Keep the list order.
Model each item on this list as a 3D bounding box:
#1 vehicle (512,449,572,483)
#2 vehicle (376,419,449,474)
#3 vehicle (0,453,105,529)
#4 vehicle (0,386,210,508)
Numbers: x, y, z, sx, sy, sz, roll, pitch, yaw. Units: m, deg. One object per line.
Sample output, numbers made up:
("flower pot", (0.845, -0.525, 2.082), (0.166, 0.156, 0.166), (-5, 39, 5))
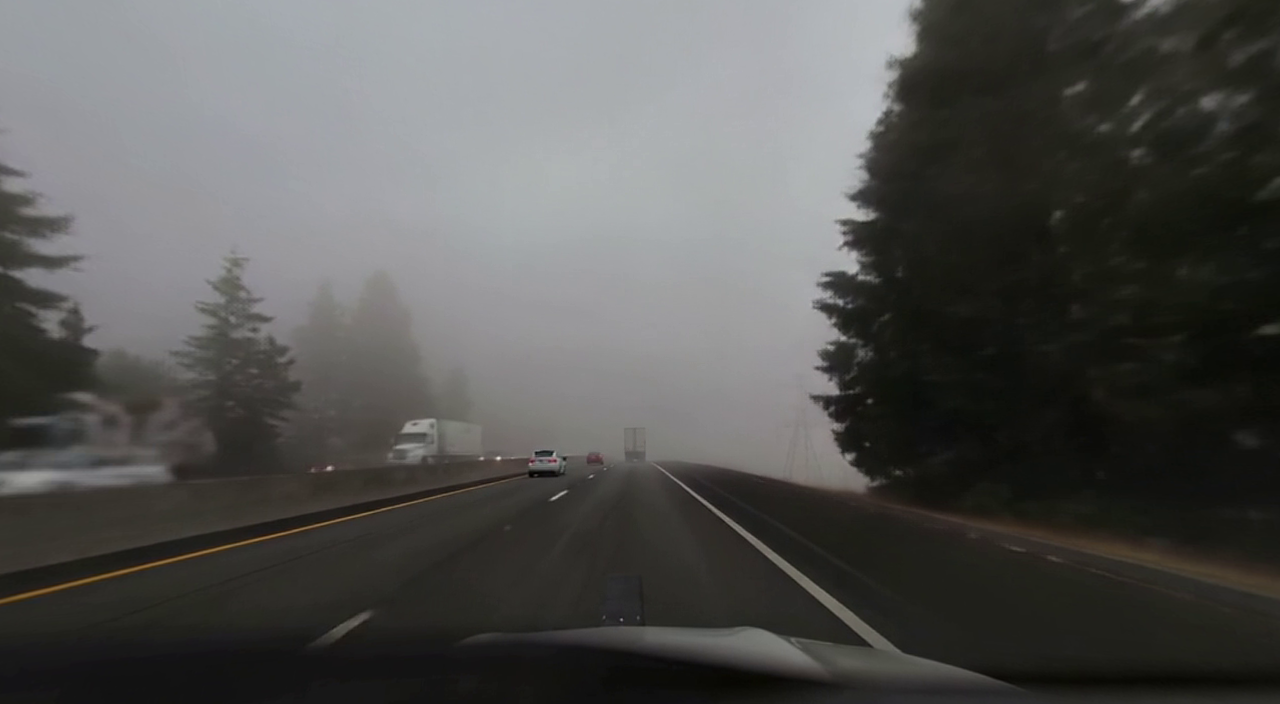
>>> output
("vehicle", (-4.499, 5.300, 29.628), (2.106, 1.445, 4.404), (0, -9, 1))
("vehicle", (-17.278, 7.287, 48.483), (2.941, 3.886, 7.160), (0, -9, -1))
("vehicle", (-13.583, 2.836, 12.924), (1.764, 1.486, 3.947), (0, -9, 0))
("vehicle", (-18.303, 3.211, 21.266), (2.744, 3.453, 6.712), (0, -9, 0))
